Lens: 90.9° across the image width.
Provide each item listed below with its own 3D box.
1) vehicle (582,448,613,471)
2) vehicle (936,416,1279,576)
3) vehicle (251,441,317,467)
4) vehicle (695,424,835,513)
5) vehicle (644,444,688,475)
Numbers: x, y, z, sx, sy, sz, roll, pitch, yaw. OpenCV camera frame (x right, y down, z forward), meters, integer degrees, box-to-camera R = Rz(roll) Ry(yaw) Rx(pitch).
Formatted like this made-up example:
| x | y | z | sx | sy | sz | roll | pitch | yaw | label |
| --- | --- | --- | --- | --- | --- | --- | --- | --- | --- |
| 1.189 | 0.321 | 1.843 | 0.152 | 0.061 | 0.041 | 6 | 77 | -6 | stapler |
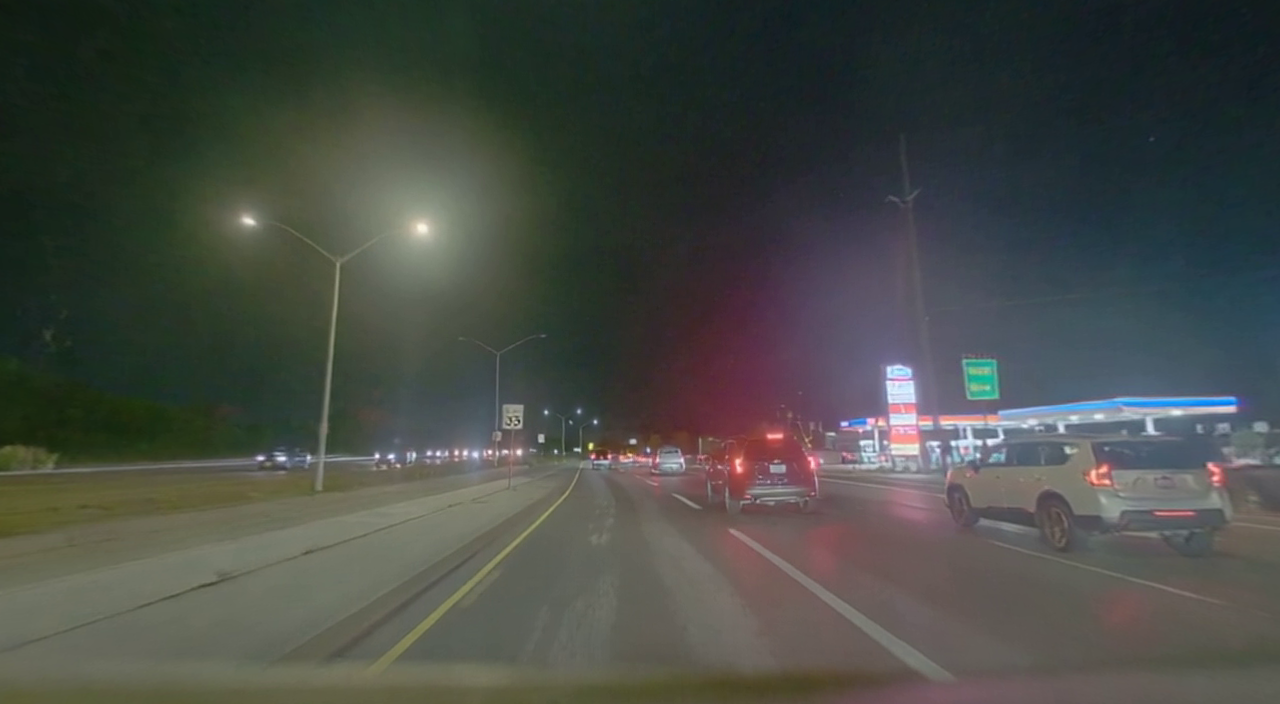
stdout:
| x | y | z | sx | sy | sz | roll | pitch | yaw | label |
| --- | --- | --- | --- | --- | --- | --- | --- | --- | --- |
| -3.001 | 7.713 | 45.310 | 2.107 | 1.527 | 4.174 | 1 | -8 | -3 | vehicle |
| 6.083 | 1.782 | 8.599 | 1.881 | 1.604 | 4.289 | 1 | -8 | -2 | vehicle |
| -23.683 | 6.787 | 42.154 | 1.872 | 1.620 | 4.343 | 0 | -8 | 0 | vehicle |
| 2.762 | 2.719 | 15.222 | 2.184 | 1.777 | 4.712 | 1 | -8 | -3 | vehicle |
| 1.388 | 5.986 | 35.369 | 2.012 | 1.612 | 4.114 | 1 | -8 | -5 | vehicle |
